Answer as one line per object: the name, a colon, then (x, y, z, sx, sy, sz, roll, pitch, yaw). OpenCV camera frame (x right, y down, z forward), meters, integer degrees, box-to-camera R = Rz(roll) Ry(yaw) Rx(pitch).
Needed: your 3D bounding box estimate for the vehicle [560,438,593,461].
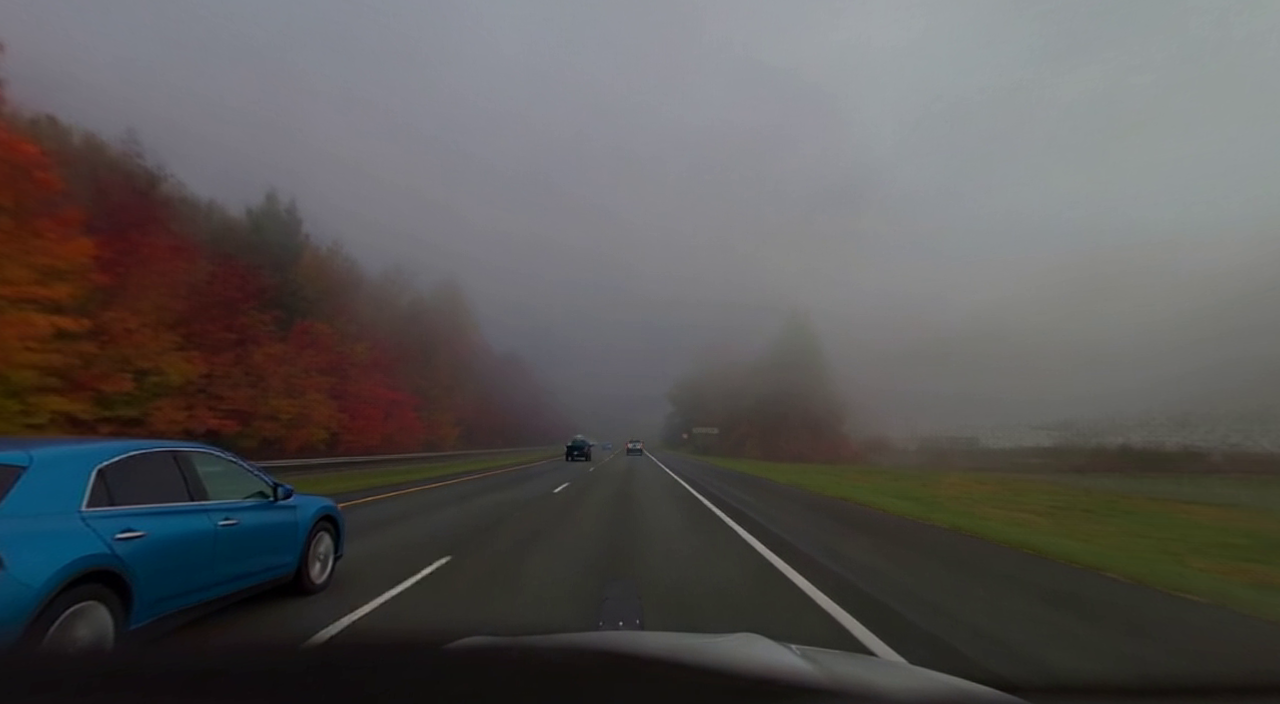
vehicle: (-4.581, 7.135, 46.152, 2.002, 1.553, 4.247, 0, -8, -1)
